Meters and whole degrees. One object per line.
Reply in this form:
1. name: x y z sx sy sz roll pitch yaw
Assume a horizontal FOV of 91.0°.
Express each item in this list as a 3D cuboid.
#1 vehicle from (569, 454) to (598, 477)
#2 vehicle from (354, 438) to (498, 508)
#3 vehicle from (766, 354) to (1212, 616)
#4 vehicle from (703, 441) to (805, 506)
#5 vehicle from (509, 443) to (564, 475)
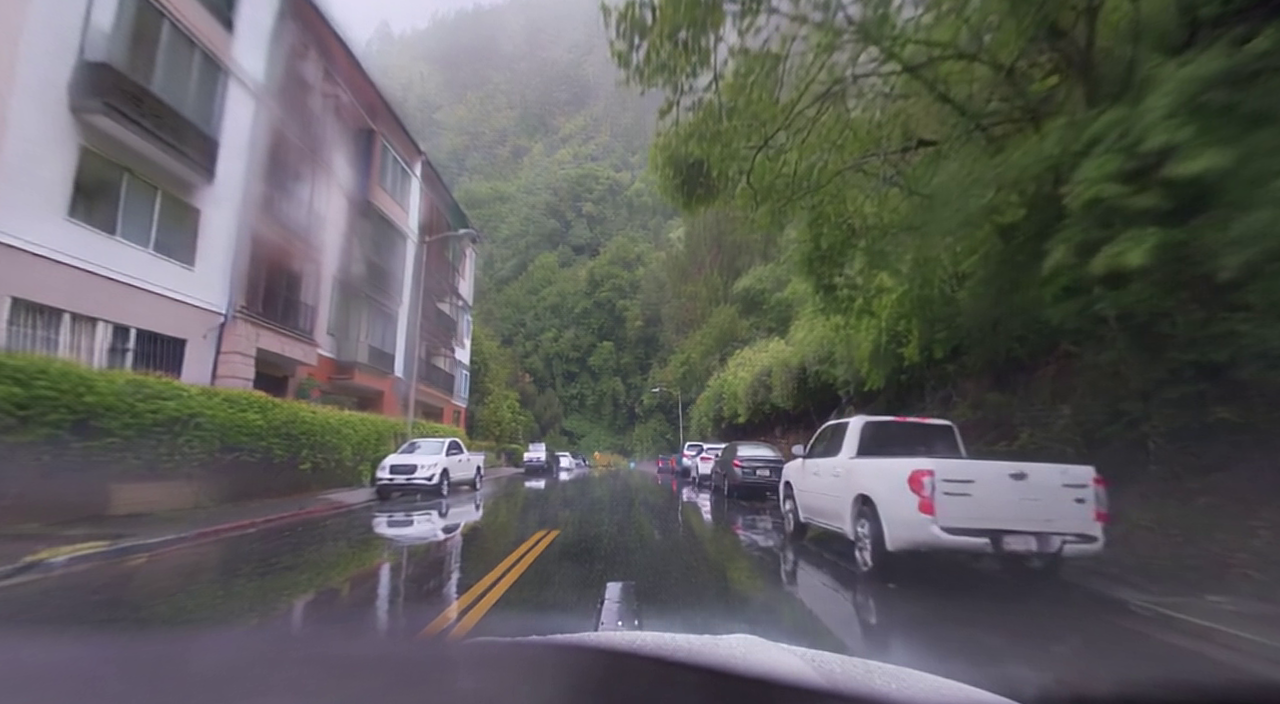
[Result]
1. vehicle: -3.907 7.994 44.247 1.856 1.474 4.522 1 -11 -3
2. vehicle: -6.354 3.655 19.634 2.374 1.843 5.638 0 -8 1
3. vehicle: 3.462 1.499 8.026 2.482 2.184 5.383 0 -9 -1
4. vehicle: 3.042 3.335 17.799 1.926 1.602 4.433 0 -9 -2
5. vehicle: -6.676 7.101 41.341 2.692 1.949 5.948 0 -11 -1
